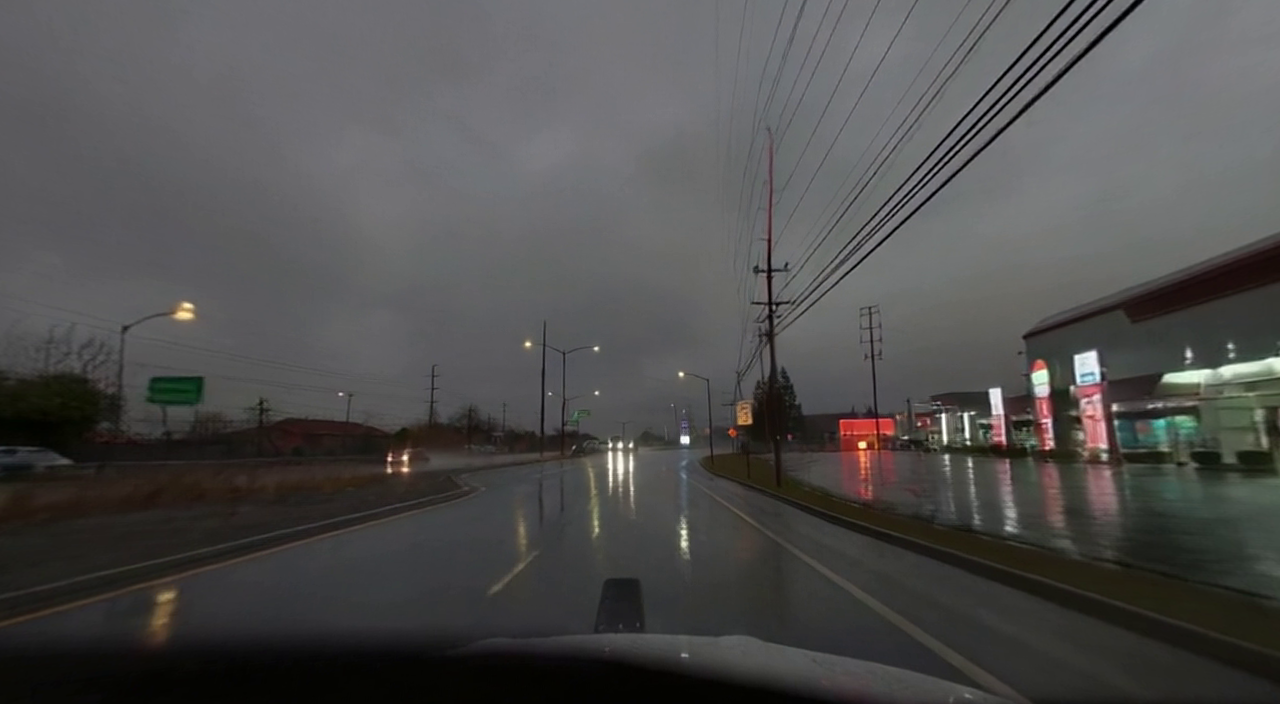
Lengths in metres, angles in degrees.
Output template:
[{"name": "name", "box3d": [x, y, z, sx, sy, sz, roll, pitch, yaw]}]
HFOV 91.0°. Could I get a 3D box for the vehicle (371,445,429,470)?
[{"name": "vehicle", "box3d": [-17.051, 7.521, 44.992, 2.011, 1.646, 4.522, -1, -9, 5]}]
